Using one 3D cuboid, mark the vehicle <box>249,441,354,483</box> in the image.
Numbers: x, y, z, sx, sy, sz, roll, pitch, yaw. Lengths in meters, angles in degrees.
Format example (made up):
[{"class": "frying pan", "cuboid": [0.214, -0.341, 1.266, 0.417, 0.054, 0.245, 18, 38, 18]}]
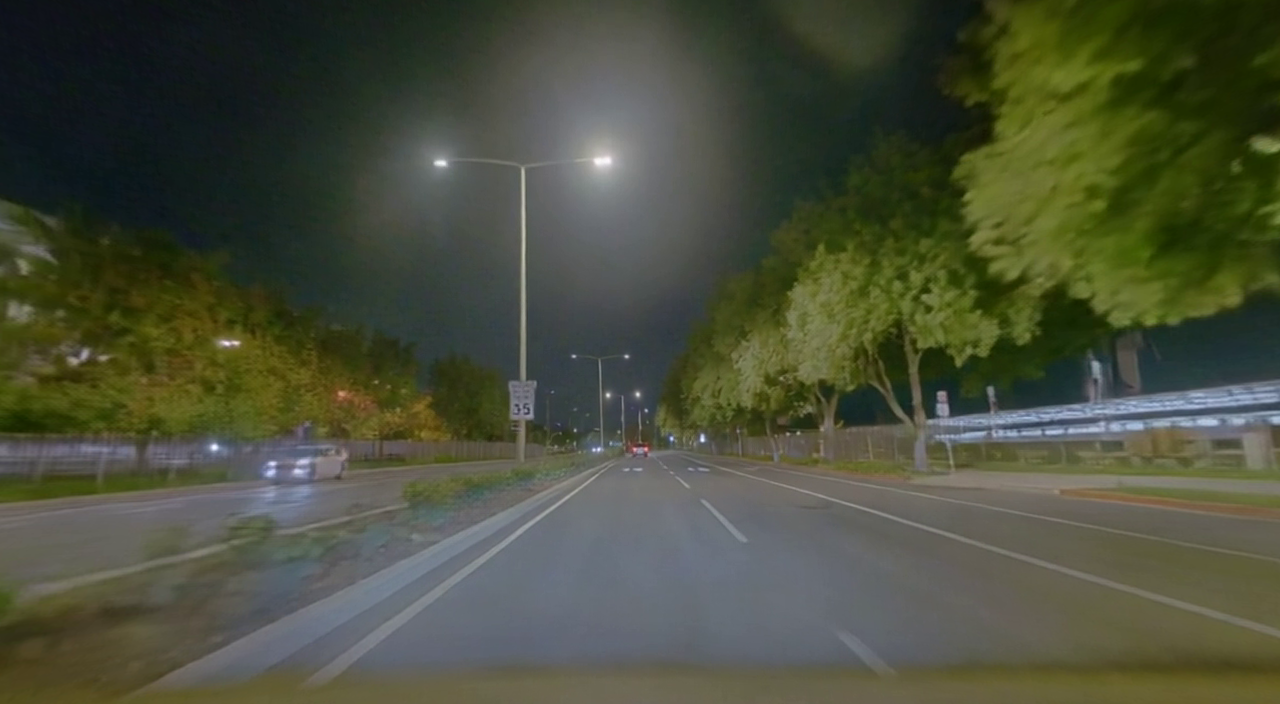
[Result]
[{"class": "vehicle", "cuboid": [-16.439, 5.354, 31.031, 2.511, 1.881, 4.658, 0, -8, 1]}]
